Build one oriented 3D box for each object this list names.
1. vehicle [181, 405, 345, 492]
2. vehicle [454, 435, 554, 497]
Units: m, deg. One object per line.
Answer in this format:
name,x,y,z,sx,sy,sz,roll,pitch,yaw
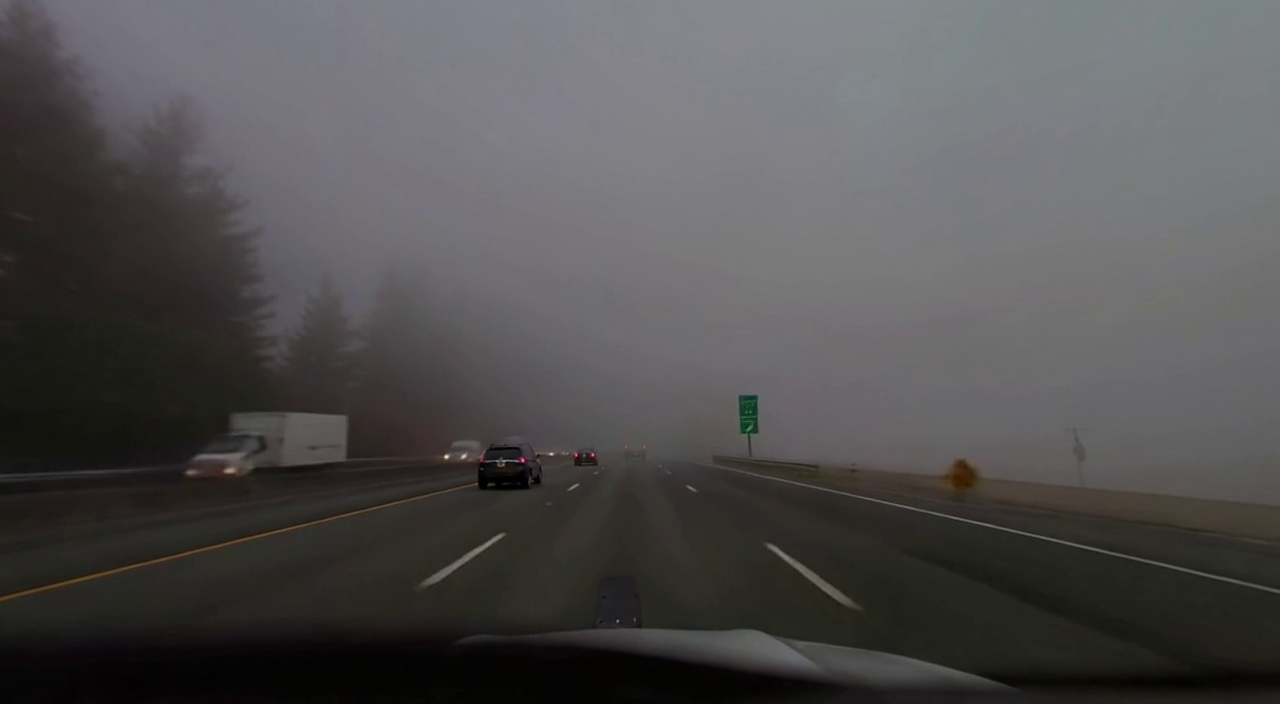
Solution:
vehicle,-16.970,4.457,29.042,2.911,3.421,7.463,0,-9,0
vehicle,-4.071,3.498,19.575,2.151,1.693,4.201,-1,-9,0
